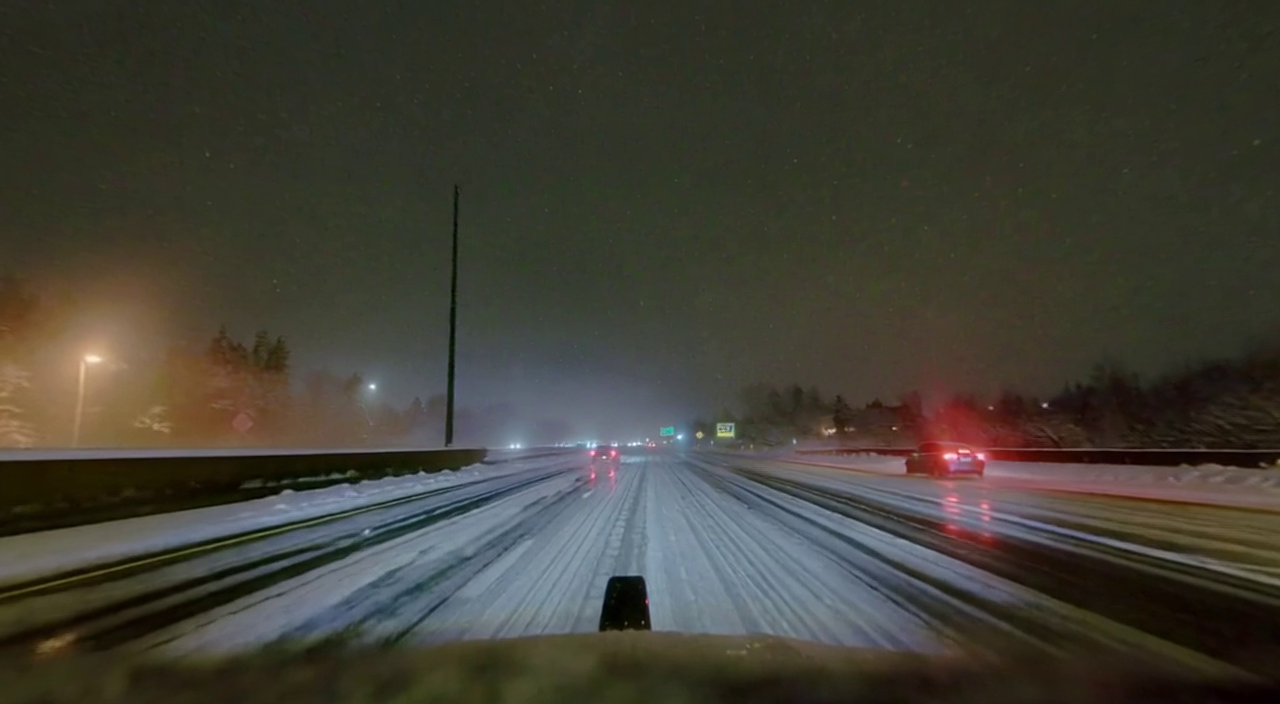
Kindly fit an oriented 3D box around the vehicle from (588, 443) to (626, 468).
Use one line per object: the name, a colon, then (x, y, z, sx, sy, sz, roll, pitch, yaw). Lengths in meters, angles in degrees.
vehicle: (-2.073, 6.636, 40.668, 1.968, 1.504, 3.892, -1, -8, 4)
